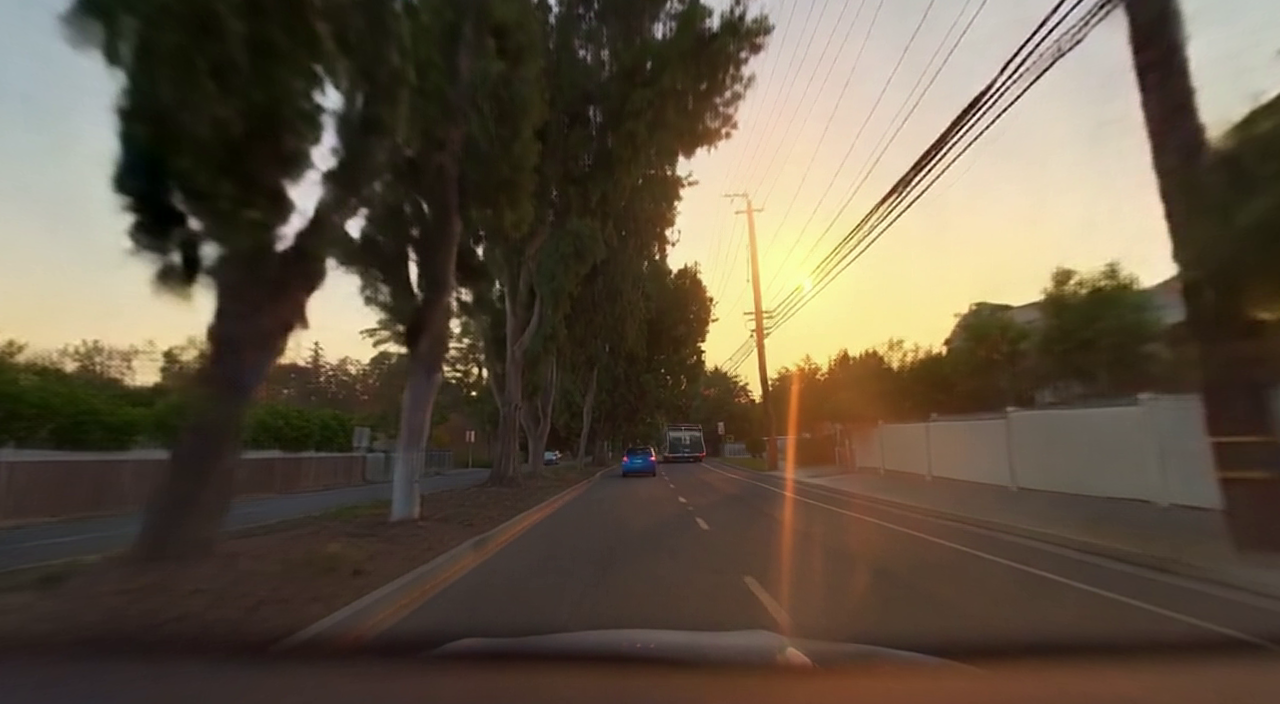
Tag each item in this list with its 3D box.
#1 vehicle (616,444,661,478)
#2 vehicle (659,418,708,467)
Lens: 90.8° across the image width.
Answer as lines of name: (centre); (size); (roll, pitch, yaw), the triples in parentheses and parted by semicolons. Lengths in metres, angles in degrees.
vehicle: (-0.022, 5.196, 30.321); (2.018, 1.511, 3.993); (0, -8, 1)
vehicle: (3.159, 7.070, 49.197); (2.789, 3.285, 12.428); (0, -9, 0)
